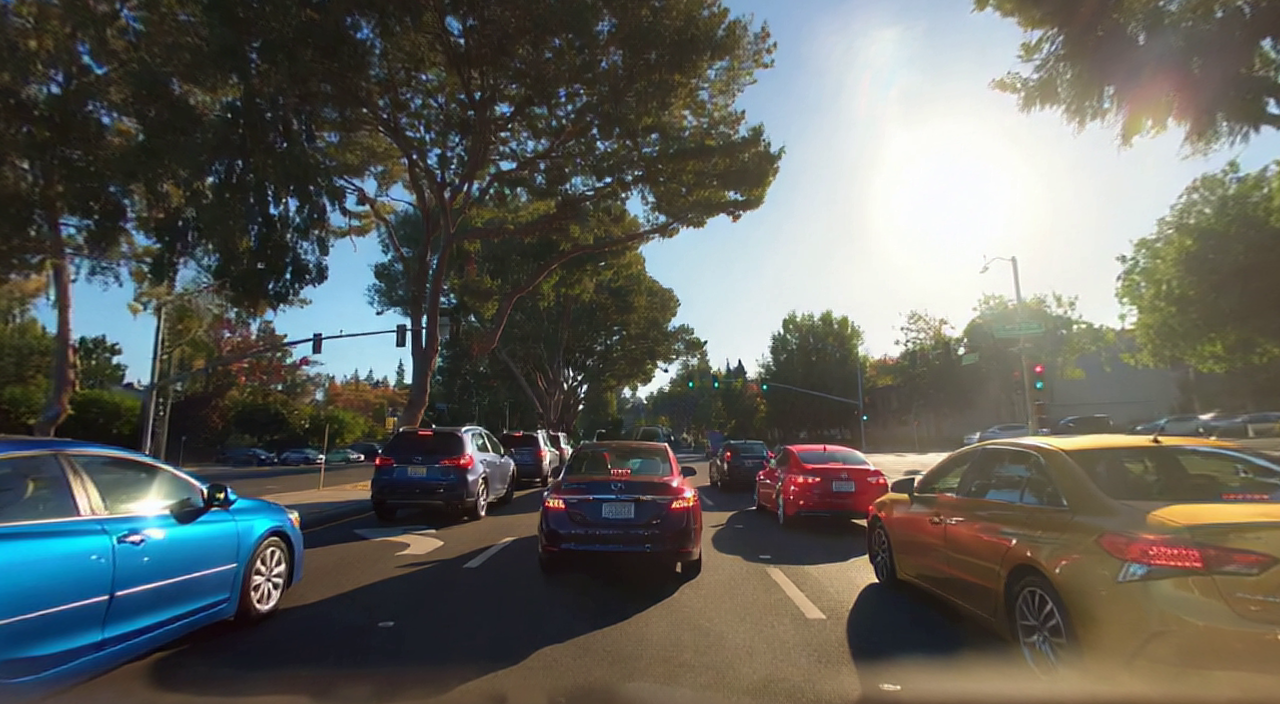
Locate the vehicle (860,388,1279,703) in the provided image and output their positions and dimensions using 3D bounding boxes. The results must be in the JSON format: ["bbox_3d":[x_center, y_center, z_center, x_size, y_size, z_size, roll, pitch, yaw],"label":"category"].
[{"bbox_3d":[3.134,1.149,4.058,1.903,1.480,4.270,0,-8,0],"label":"vehicle"}]

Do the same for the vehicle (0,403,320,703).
[{"bbox_3d":[-3.639,1.020,3.003,1.935,1.482,4.433,0,-8,-1],"label":"vehicle"}]

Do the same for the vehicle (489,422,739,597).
[{"bbox_3d":[-0.257,1.641,7.404,2.147,1.479,3.803,0,-8,-1],"label":"vehicle"}]

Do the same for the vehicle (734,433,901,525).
[{"bbox_3d":[3.180,2.334,12.330,1.975,1.460,4.357,0,-8,0],"label":"vehicle"}]

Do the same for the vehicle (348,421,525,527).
[{"bbox_3d":[-3.729,2.312,12.492,1.961,1.714,4.268,0,-8,2],"label":"vehicle"}]
